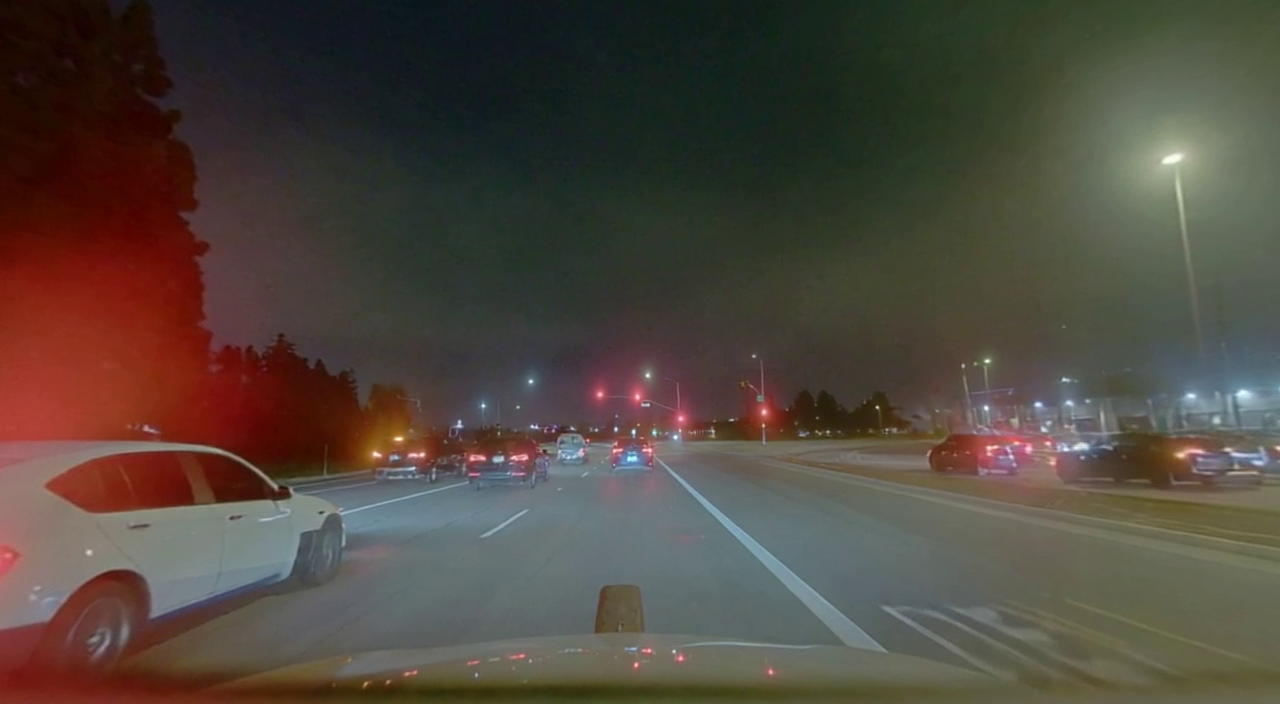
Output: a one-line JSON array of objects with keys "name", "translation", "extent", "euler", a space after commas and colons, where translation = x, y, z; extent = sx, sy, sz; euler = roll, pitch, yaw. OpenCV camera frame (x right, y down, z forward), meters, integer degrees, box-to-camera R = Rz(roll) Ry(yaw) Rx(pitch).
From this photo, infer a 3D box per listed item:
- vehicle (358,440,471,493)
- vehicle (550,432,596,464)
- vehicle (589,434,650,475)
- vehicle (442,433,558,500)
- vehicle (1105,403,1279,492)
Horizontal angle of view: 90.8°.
[{"name": "vehicle", "translation": [-6.962, 3.560, 20.048], "extent": [1.852, 1.458, 4.422], "euler": [0, -8, 2]}, {"name": "vehicle", "translation": [-3.804, 5.591, 36.711], "extent": [2.144, 1.732, 4.279], "euler": [0, -8, 1]}, {"name": "vehicle", "translation": [-0.761, 4.112, 25.611], "extent": [2.231, 1.481, 4.489], "euler": [0, -8, 0]}, {"name": "vehicle", "translation": [-3.462, 2.928, 16.575], "extent": [1.920, 1.480, 4.549], "euler": [0, -8, 1]}, {"name": "vehicle", "translation": [14.914, 2.457, 16.370], "extent": [5.394, 1.994, 2.228], "euler": [4, -9, -26]}]
